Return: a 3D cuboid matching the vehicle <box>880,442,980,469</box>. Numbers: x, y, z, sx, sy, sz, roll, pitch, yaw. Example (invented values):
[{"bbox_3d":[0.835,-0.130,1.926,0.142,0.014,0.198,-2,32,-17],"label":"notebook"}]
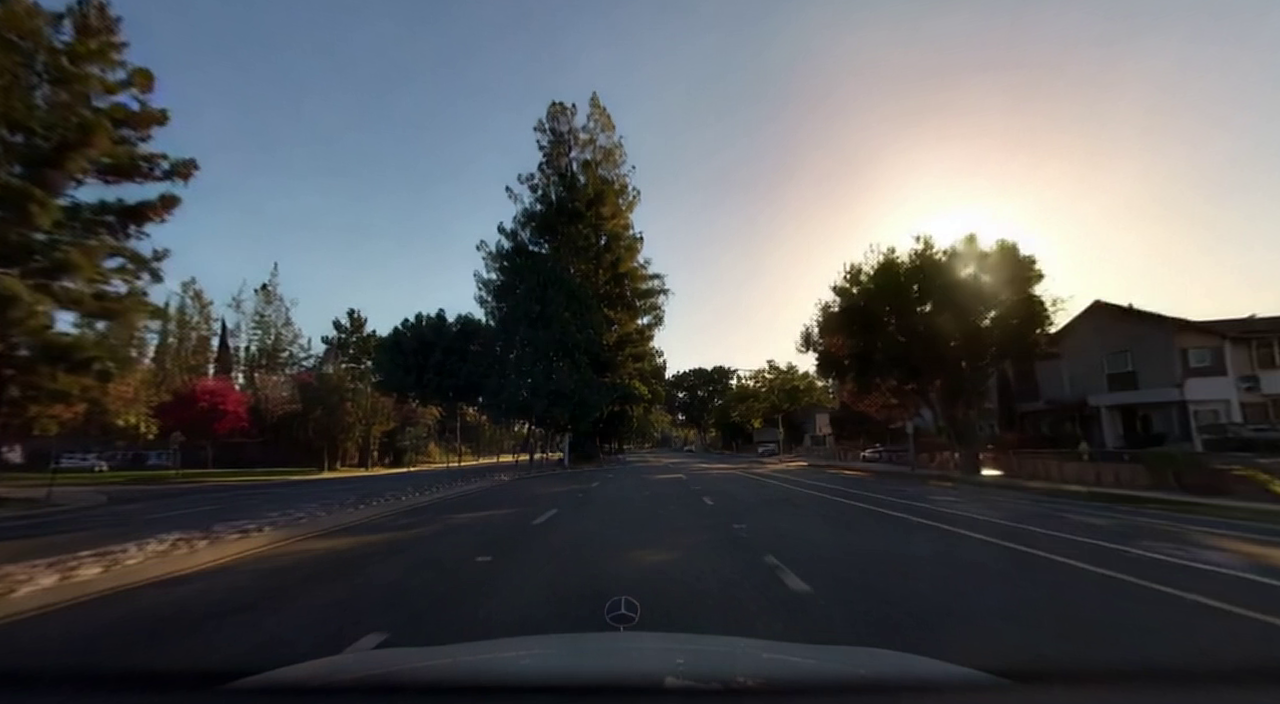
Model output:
[{"bbox_3d":[16.088,5.761,35.230,4.592,1.472,2.009,0,-9,0],"label":"vehicle"}]
